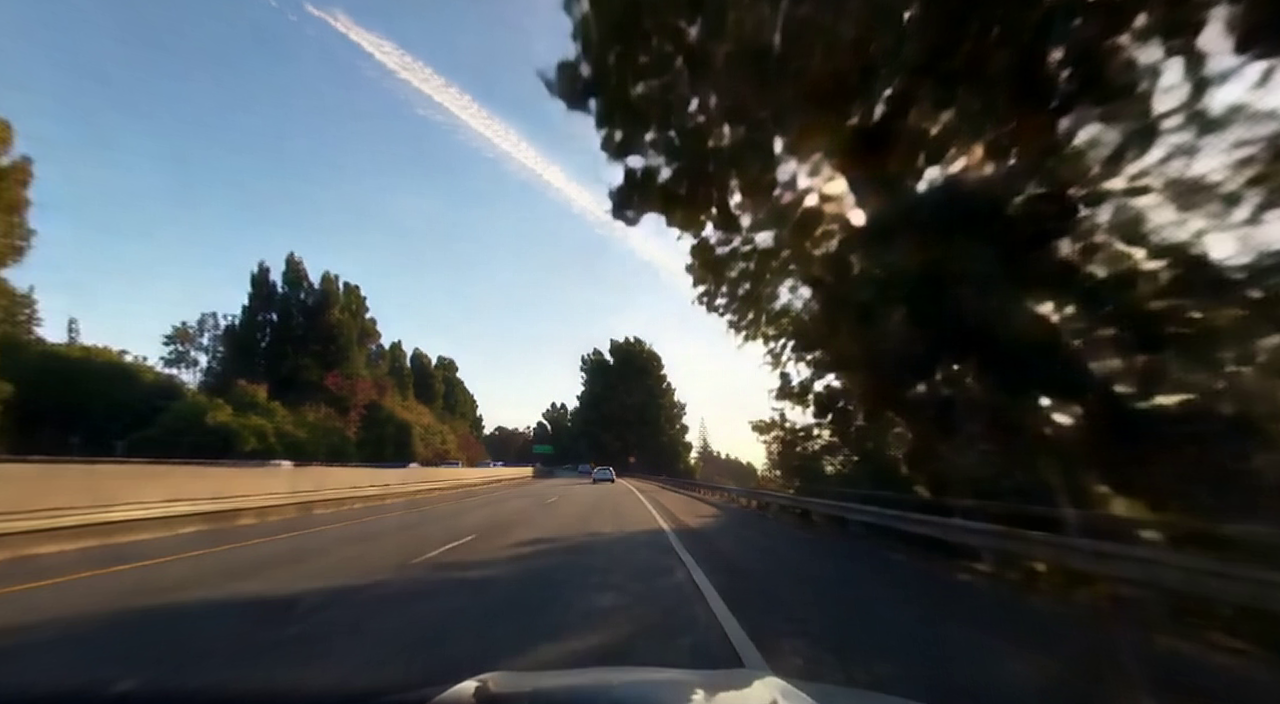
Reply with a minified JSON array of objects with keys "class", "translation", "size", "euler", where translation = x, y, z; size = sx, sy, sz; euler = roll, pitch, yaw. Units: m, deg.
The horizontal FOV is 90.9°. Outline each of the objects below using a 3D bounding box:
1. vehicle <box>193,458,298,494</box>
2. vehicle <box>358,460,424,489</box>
[{"class":"vehicle","translation":[-17.546,5.559,28.331],"size":[1.837,1.433,4.435],"euler":[1,-11,0]},{"class":"vehicle","translation":[-14.123,6.969,36.043],"size":[1.976,1.500,4.617],"euler":[1,-11,-1]}]
